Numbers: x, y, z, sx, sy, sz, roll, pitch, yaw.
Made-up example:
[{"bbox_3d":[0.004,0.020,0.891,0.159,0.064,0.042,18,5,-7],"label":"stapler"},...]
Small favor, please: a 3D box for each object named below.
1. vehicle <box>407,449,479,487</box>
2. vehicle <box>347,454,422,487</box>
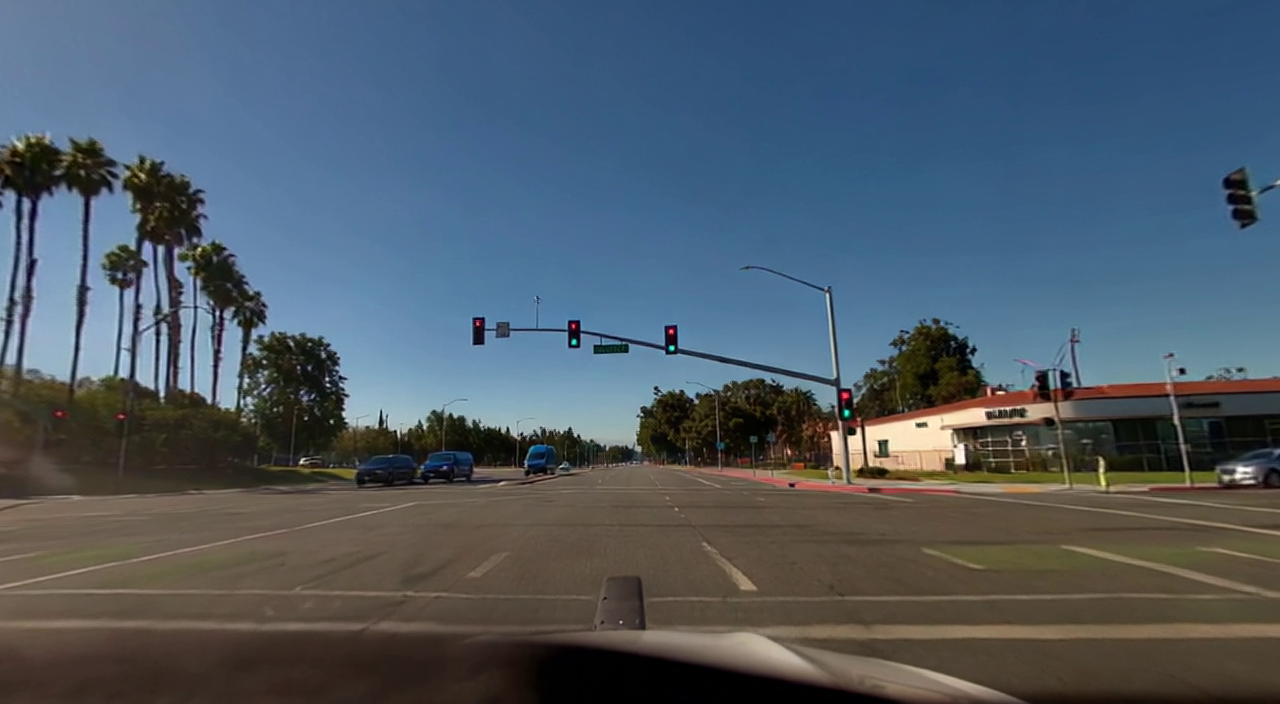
[{"bbox_3d":[-9.583,5.660,31.151,2.074,1.681,4.417,0,-9,0],"label":"vehicle"},{"bbox_3d":[-13.756,6.386,34.381,1.995,1.632,4.609,0,-9,2],"label":"vehicle"}]
